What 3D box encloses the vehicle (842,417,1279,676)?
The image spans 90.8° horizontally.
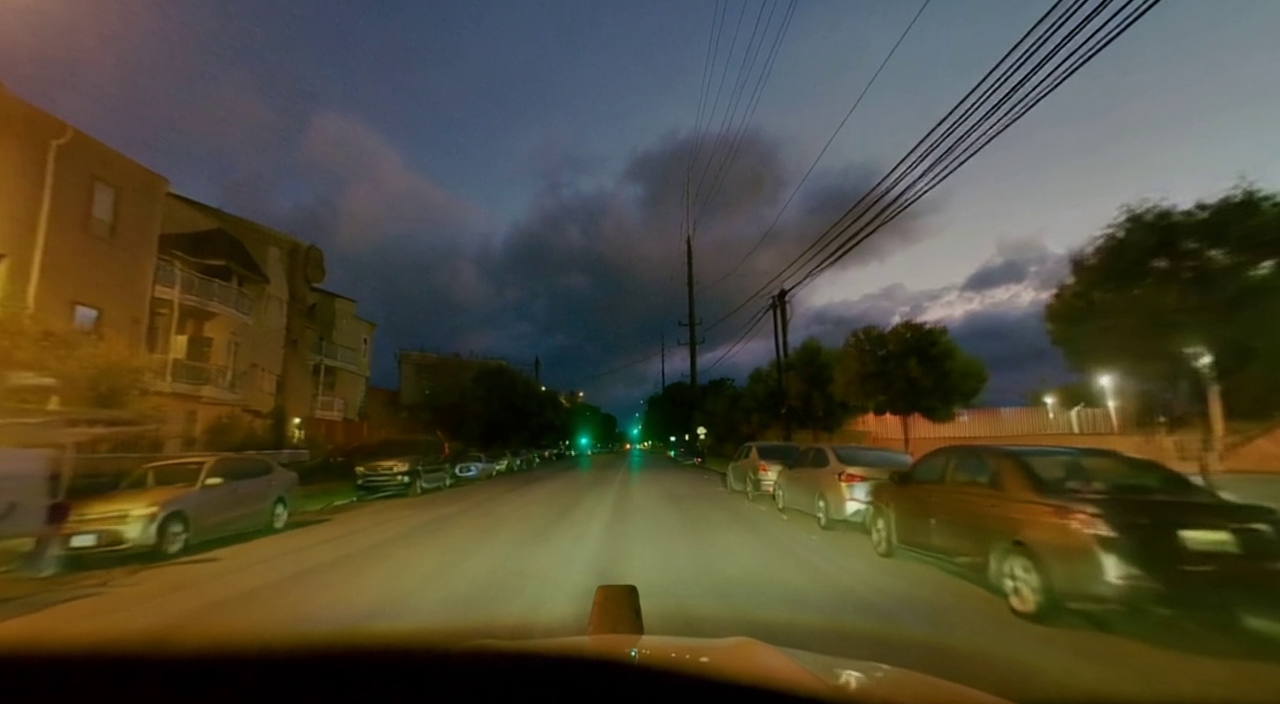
[{"bbox_3d":[3.848,1.523,6.278,2.022,1.521,4.933,0,-9,0],"label":"vehicle"}]

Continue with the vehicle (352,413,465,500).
[{"bbox_3d":[-7.156,3.279,20.061,1.889,2.463,4.142,0,-9,1],"label":"vehicle"}]

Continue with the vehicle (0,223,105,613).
[{"bbox_3d":[-7.470,0.306,3.553,2.901,3.610,6.707,-3,-9,1],"label":"vehicle"}]

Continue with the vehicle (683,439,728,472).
[{"bbox_3d":[3.553,5.749,35.225,2.095,1.694,4.592,-1,-8,1],"label":"vehicle"}]

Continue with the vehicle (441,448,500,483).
[{"bbox_3d":[-7.817,5.259,29.506,1.873,1.437,4.068,-1,-8,-4],"label":"vehicle"}]

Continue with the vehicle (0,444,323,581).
[{"bbox_3d":[-7.255,2.366,10.296,1.894,1.585,4.514,-3,-8,0],"label":"vehicle"}]
